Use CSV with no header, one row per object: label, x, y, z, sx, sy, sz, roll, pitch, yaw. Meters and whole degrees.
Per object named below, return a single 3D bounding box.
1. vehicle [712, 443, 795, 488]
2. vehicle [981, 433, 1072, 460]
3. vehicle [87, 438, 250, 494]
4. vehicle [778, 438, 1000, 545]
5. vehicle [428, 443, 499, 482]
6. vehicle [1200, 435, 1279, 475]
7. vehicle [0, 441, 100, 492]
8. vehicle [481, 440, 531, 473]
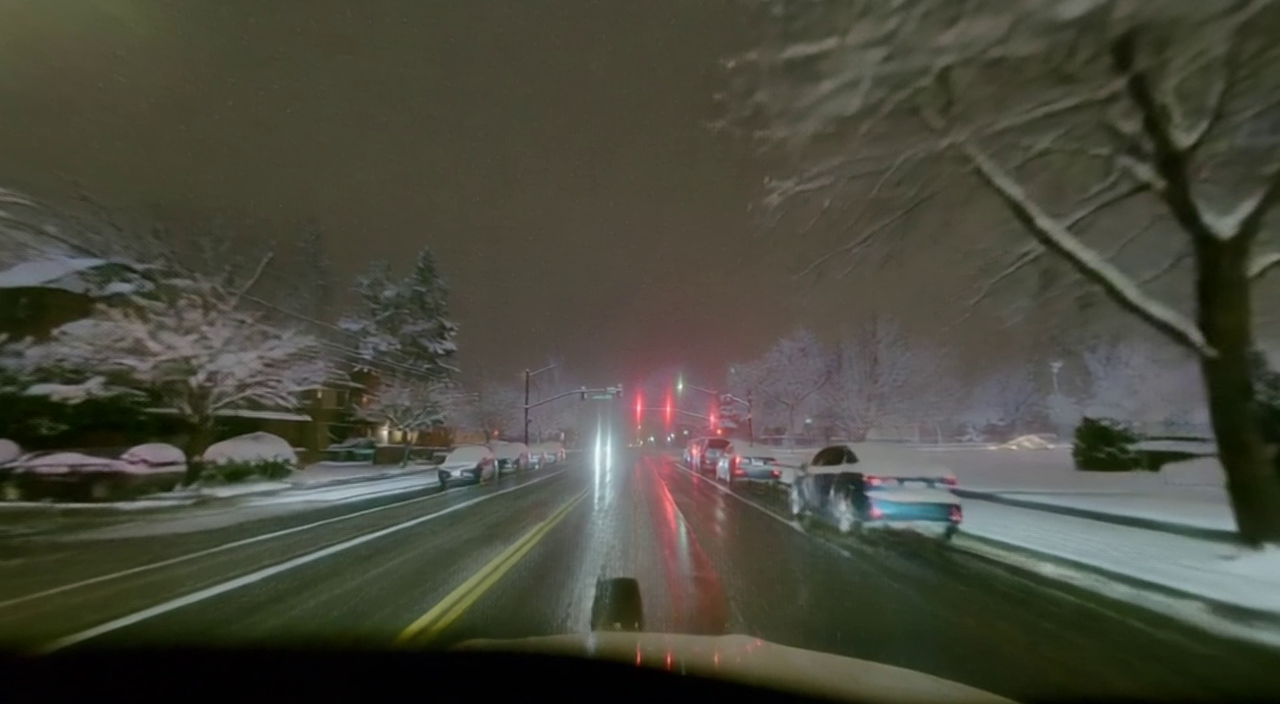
vehicle,3.904,3.969,22.409,2.036,1.405,4.312,0,-8,-1
vehicle,25.615,6.283,41.823,4.572,1.771,2.081,0,-9,1
vehicle,-14.189,3.435,19.270,1.921,1.518,3.799,0,-9,2
vehicle,4.005,2.307,11.214,2.005,1.466,4.767,0,-8,0
vehicle,-7.555,4.756,27.314,1.976,1.554,3.654,0,-8,1
vehicle,25.745,4.169,25.602,3.778,1.560,2.141,0,-8,0
vehicle,-20.094,3.623,19.842,1.880,1.510,4.758,-2,-10,0
vehicle,-7.550,5.935,35.908,1.994,1.718,4.518,0,-8,-1
